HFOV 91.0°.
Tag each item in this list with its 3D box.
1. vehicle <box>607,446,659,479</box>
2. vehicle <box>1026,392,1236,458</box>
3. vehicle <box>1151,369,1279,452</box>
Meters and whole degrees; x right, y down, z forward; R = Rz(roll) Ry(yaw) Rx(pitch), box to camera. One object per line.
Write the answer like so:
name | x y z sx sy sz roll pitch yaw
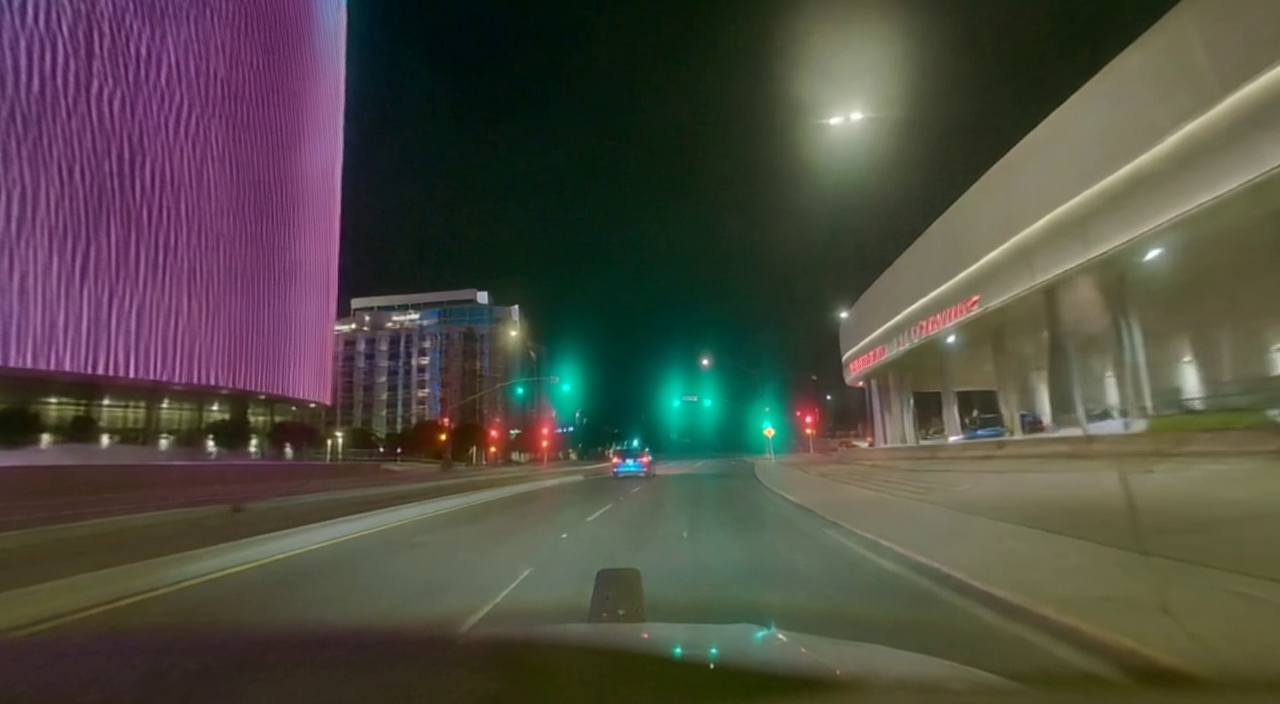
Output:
vehicle | -0.267 5.516 31.714 1.971 1.486 4.380 -1 -9 8
vehicle | 14.066 2.191 18.343 4.214 1.615 2.008 -4 -10 9
vehicle | 13.605 1.263 13.130 4.035 1.615 1.908 -1 -9 6
